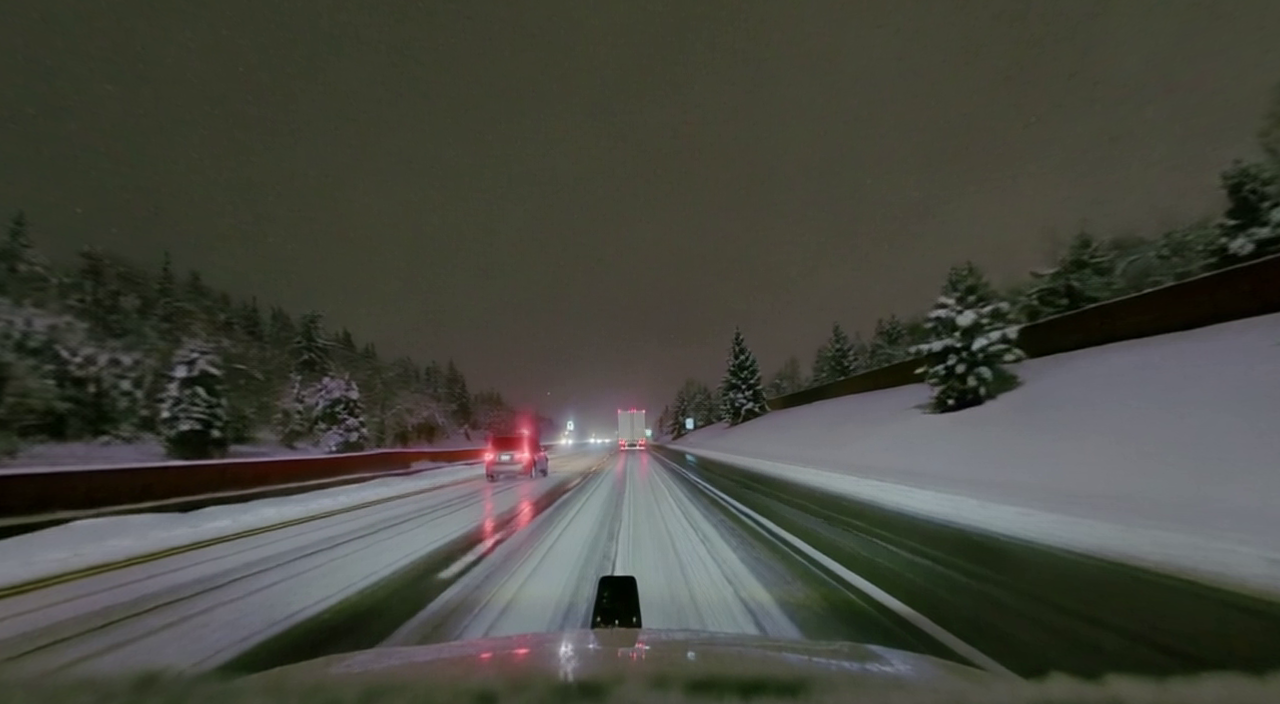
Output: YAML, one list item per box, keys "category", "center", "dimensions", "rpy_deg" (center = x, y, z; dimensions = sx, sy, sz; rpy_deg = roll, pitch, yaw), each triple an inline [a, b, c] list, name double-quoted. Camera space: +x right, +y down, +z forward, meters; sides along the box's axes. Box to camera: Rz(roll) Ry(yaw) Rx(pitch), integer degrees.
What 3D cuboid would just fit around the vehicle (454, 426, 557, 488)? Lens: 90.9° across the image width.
- category: "vehicle"
  center: [-3.905, 3.117, 19.192]
  dimensions: [2.123, 1.655, 4.688]
  rpy_deg: [0, -8, 0]
